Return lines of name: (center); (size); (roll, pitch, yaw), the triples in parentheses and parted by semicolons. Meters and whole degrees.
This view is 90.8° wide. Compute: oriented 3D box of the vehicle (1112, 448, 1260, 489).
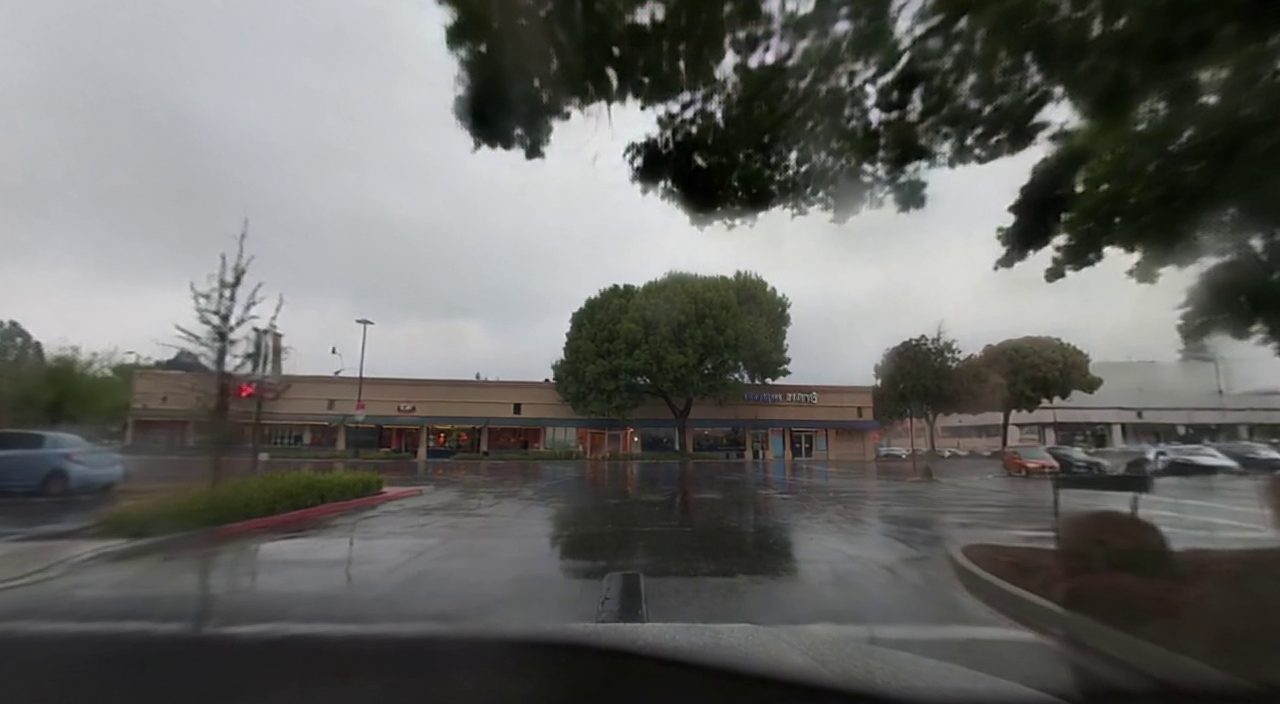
vehicle: (21.322, 4.532, 24.955); (1.861, 1.460, 4.329); (0, -8, -2)

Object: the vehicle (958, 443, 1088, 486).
vehicle: (15.087, 4.440, 25.324); (2.140, 1.507, 4.856); (0, -9, -1)

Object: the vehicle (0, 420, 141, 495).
vehicle: (-15.769, 2.667, 16.088); (4.457, 1.794, 1.974); (5, -10, -32)

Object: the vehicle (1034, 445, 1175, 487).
vehicle: (18.340, 4.499, 25.309); (1.804, 1.502, 4.815); (0, -8, -3)

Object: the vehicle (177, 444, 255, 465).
vehicle: (-30.299, 7.307, 45.286); (4.431, 1.449, 1.808); (5, -10, -32)
